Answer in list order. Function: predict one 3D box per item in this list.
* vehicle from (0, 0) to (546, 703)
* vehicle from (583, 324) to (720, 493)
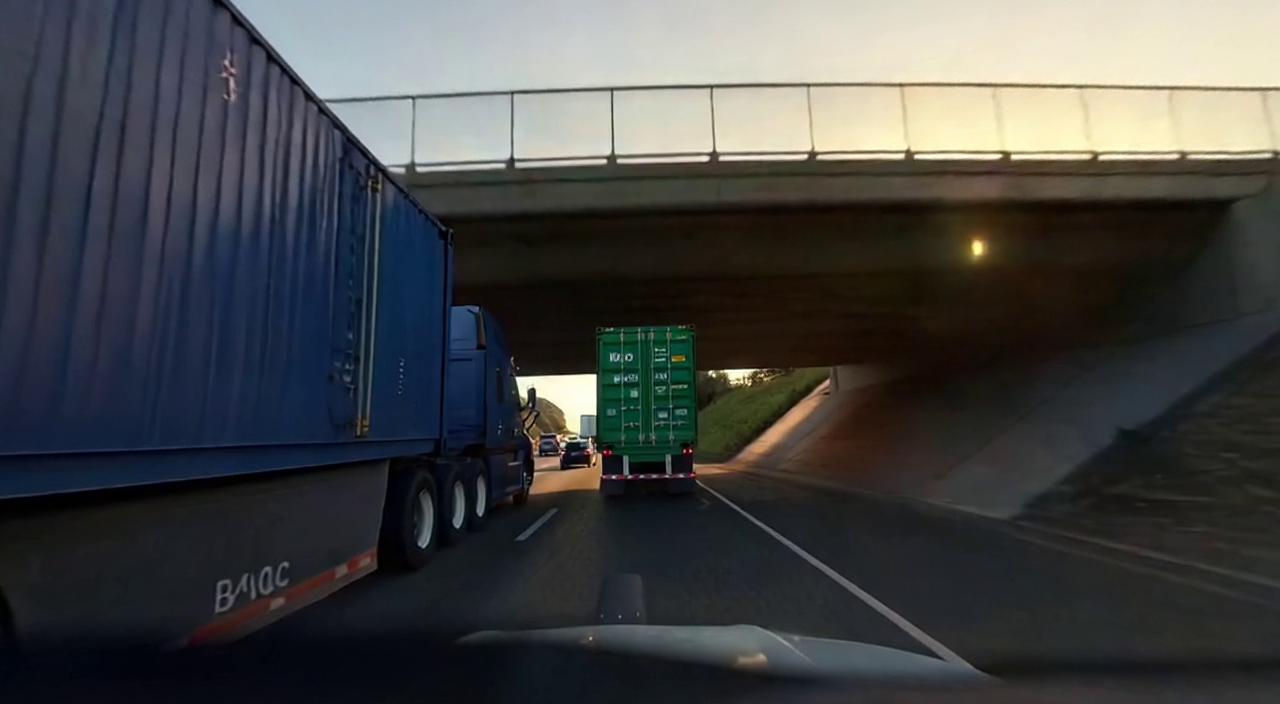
[{"bbox_3d":[-3.637,0.344,7.827,2.873,4.198,13.317,0,-9,0],"label":"vehicle"},{"bbox_3d":[0.267,1.933,19.591,3.357,4.212,7.519,0,-9,0],"label":"vehicle"}]
